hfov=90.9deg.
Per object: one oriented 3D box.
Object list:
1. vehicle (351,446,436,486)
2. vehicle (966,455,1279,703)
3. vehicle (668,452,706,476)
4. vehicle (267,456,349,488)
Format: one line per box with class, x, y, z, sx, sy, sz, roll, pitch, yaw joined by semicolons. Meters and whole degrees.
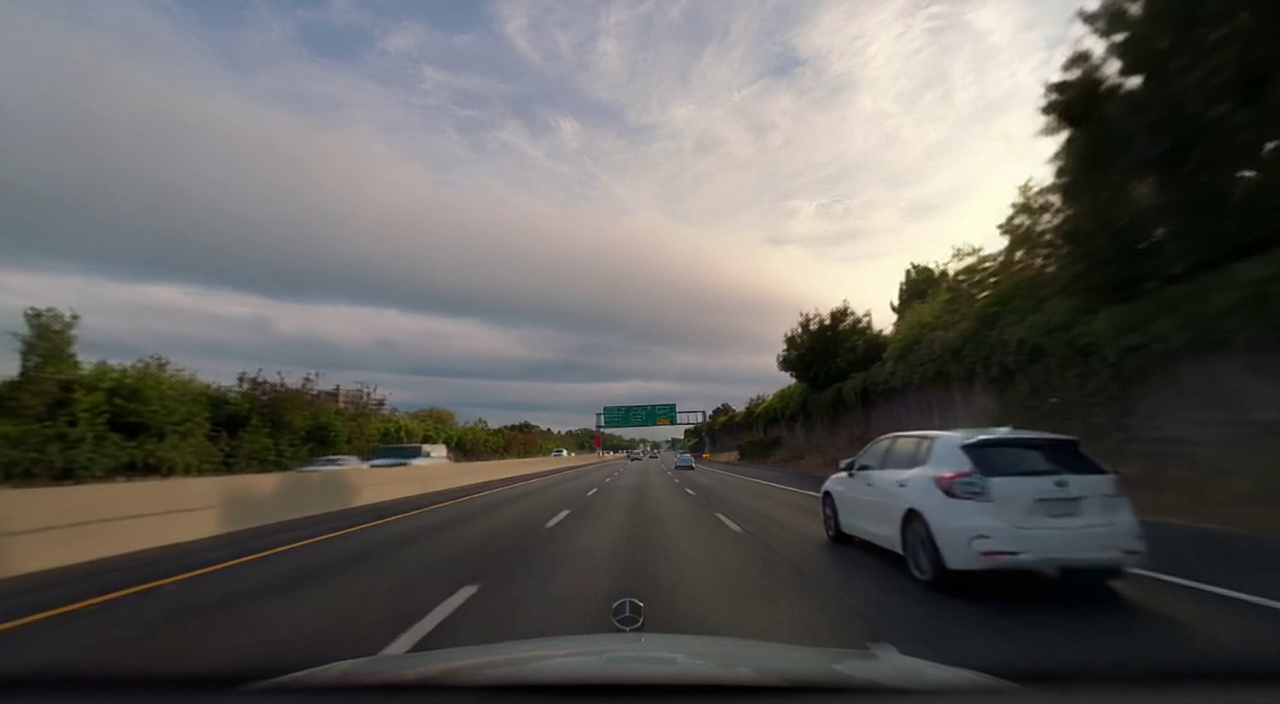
vehicle;-10.836;5.013;28.023;2.025;1.603;3.989;0;-9;2
vehicle;3.532;1.205;3.174;1.883;1.320;3.386;0;-9;-1
vehicle;2.802;6.809;38.535;2.065;1.400;4.028;0;-9;0
vehicle;-17.661;6.363;33.776;1.936;1.560;4.343;0;-9;1
